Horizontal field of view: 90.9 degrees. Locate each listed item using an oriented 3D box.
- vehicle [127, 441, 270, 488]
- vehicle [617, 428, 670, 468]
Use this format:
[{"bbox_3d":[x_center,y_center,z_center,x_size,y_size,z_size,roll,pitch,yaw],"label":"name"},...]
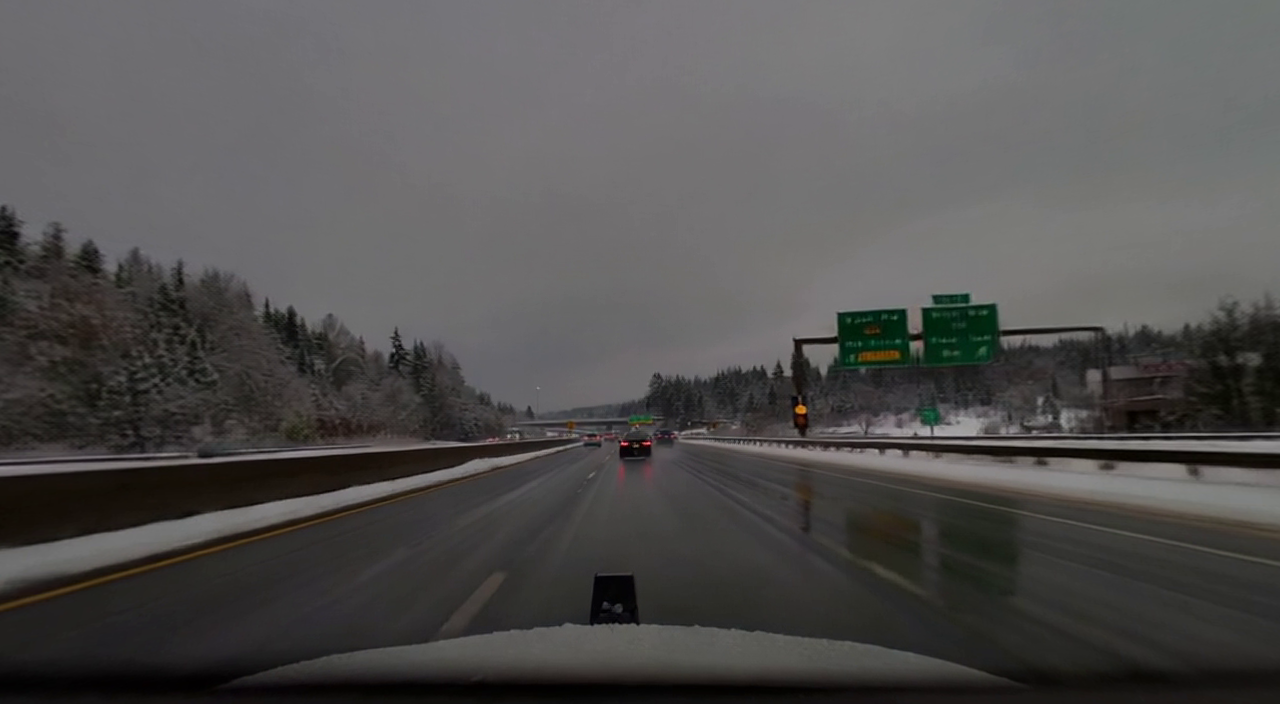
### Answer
[{"bbox_3d":[-15.462,3.915,22.455,1.904,1.480,4.520,0,-8,-1],"label":"vehicle"},{"bbox_3d":[0.072,4.037,26.611,2.086,1.554,3.875,0,-8,-2],"label":"vehicle"}]
